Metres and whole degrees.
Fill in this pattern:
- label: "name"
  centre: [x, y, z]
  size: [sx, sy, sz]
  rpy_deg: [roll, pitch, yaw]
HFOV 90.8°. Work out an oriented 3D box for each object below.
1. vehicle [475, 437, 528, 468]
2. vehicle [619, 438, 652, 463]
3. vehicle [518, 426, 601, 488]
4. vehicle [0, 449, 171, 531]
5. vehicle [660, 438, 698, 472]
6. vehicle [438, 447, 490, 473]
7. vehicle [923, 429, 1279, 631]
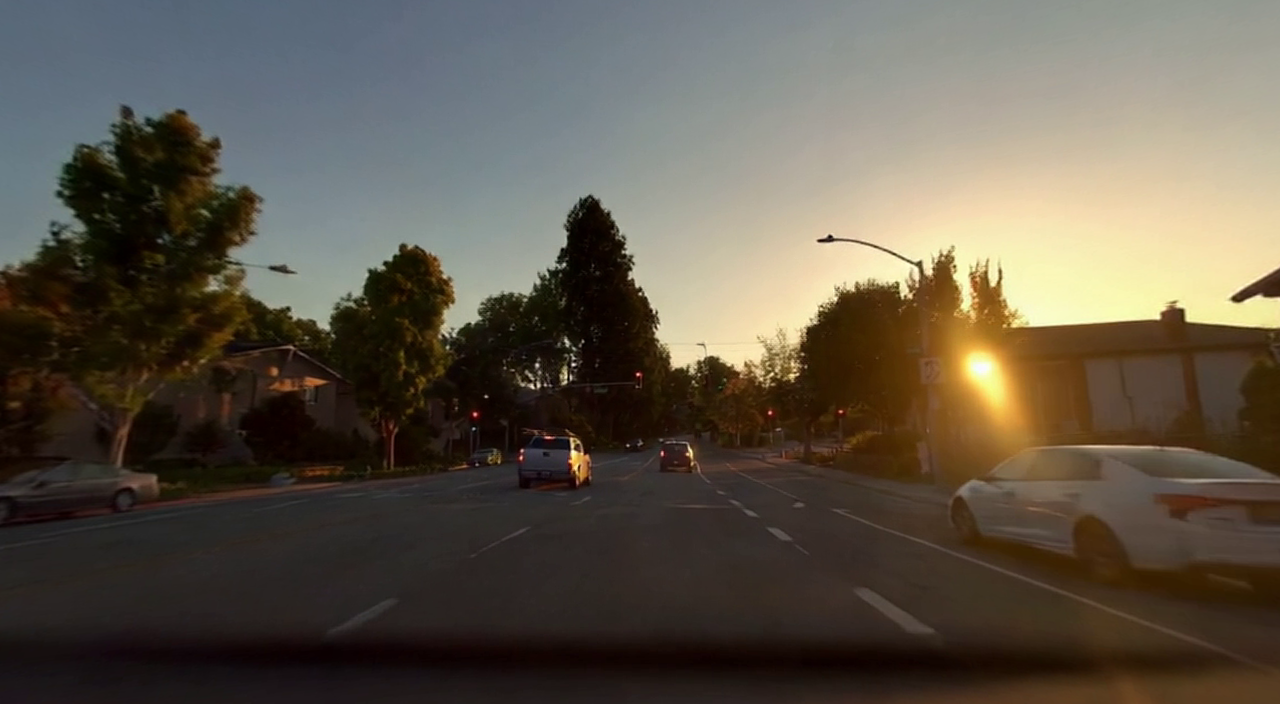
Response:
- label: "vehicle"
  centre: [-9.965, 7.259, 45.906]
  size: [2.272, 2.103, 5.589]
  rpy_deg: [0, -8, 3]
- label: "vehicle"
  centre: [-0.275, 7.305, 46.885]
  size: [2.018, 1.746, 4.560]
  rpy_deg: [-1, -8, 5]
- label: "vehicle"
  centre: [-2.541, 3.455, 21.055]
  size: [1.877, 1.827, 4.298]
  rpy_deg: [-1, -8, 5]
- label: "vehicle"
  centre: [-12.566, 2.769, 13.076]
  size: [1.782, 1.472, 4.744]
  rpy_deg: [-1, -8, 5]
- label: "vehicle"
  centre: [2.070, 5.447, 33.736]
  size: [1.852, 1.680, 4.488]
  rpy_deg: [0, -8, 3]
- label: "vehicle"
  centre: [-10.644, 6.534, 38.378]
  size: [1.876, 1.492, 3.790]
  rpy_deg: [-1, -9, 3]
- label: "vehicle"
  centre: [5.412, 1.698, 7.239]
  size: [2.104, 1.489, 4.962]
  rpy_deg: [0, -8, 1]
